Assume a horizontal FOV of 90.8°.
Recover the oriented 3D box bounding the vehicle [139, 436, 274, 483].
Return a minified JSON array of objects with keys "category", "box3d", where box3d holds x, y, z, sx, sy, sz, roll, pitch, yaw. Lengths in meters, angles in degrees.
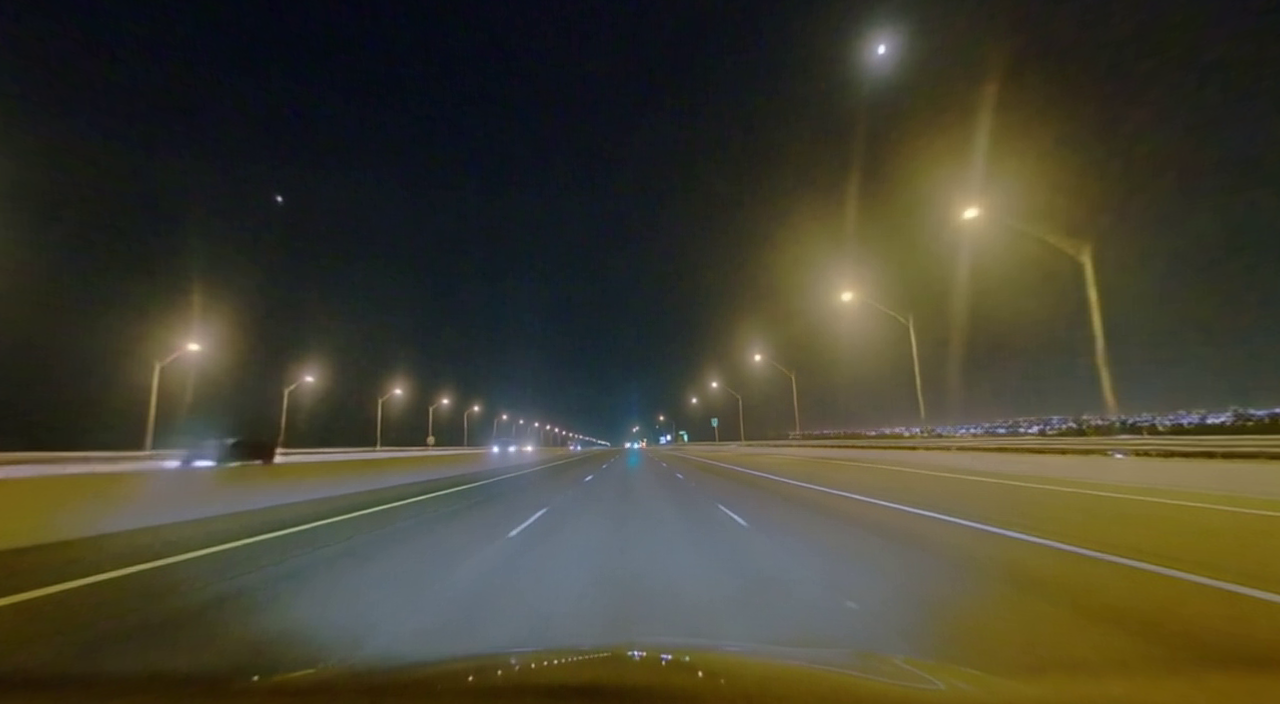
[{"category":"vehicle","box3d":[-19.248,4.776,28.475,2.133,1.837,5.559,0,-8,0]}]
